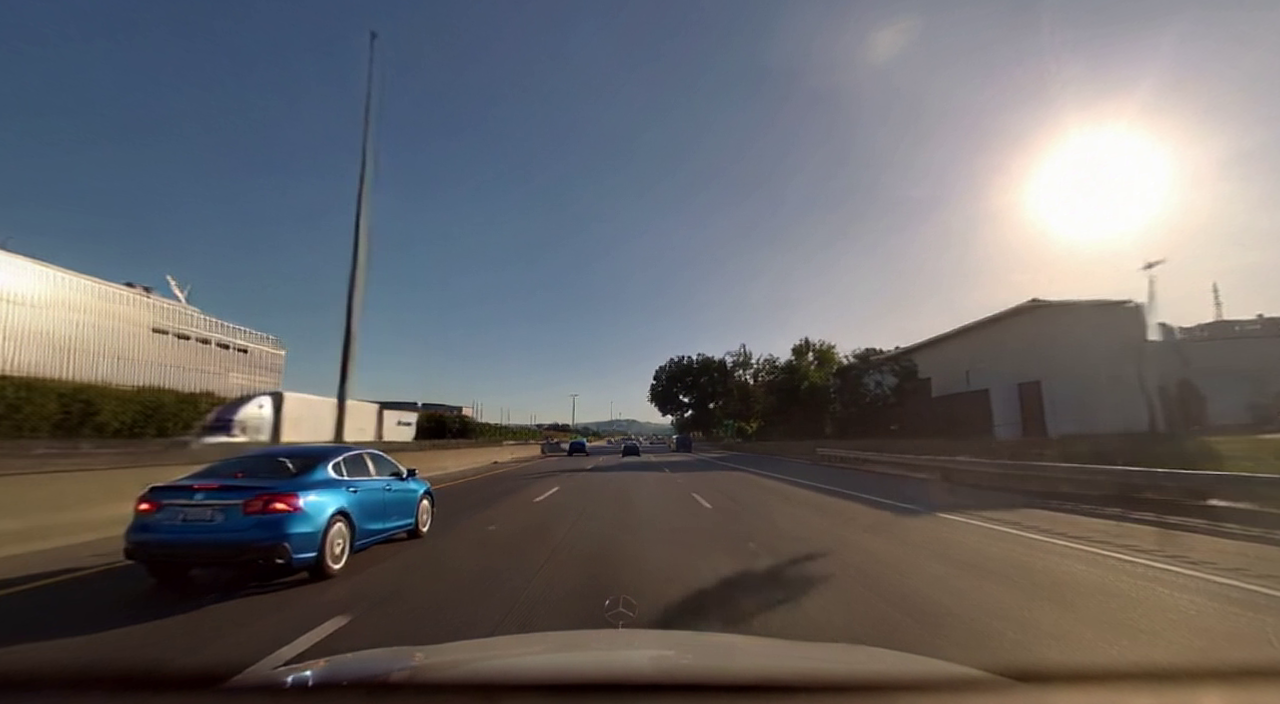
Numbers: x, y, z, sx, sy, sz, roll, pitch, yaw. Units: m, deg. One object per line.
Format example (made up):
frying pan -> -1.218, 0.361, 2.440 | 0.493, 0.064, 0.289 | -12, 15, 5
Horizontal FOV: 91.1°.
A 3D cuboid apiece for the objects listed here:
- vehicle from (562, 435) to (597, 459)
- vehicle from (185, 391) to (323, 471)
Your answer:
vehicle -> -4.415, 7.042, 46.715 | 2.271, 1.626, 4.463 | 0, -8, -1
vehicle -> -20.999, 4.381, 34.716 | 3.613, 3.912, 6.088 | -1, -8, 0
